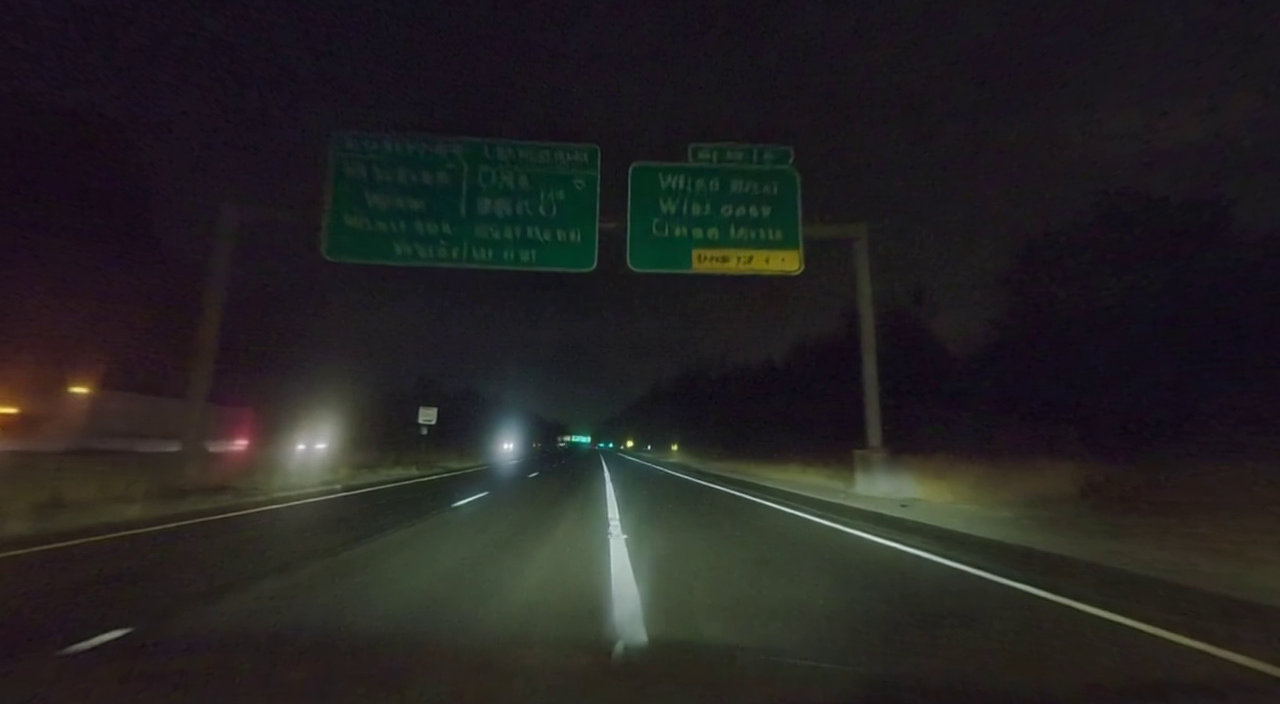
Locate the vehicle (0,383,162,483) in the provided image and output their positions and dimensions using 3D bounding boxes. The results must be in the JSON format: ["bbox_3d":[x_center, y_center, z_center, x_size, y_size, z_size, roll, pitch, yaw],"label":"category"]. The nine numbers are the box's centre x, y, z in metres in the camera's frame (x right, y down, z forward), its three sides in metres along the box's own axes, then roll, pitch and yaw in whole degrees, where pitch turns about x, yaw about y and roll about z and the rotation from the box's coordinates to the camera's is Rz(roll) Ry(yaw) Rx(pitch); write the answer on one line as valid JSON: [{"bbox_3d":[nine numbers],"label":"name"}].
[{"bbox_3d":[-19.451,2.686,20.119,2.621,2.778,7.284,0,-9,-3],"label":"vehicle"}]
